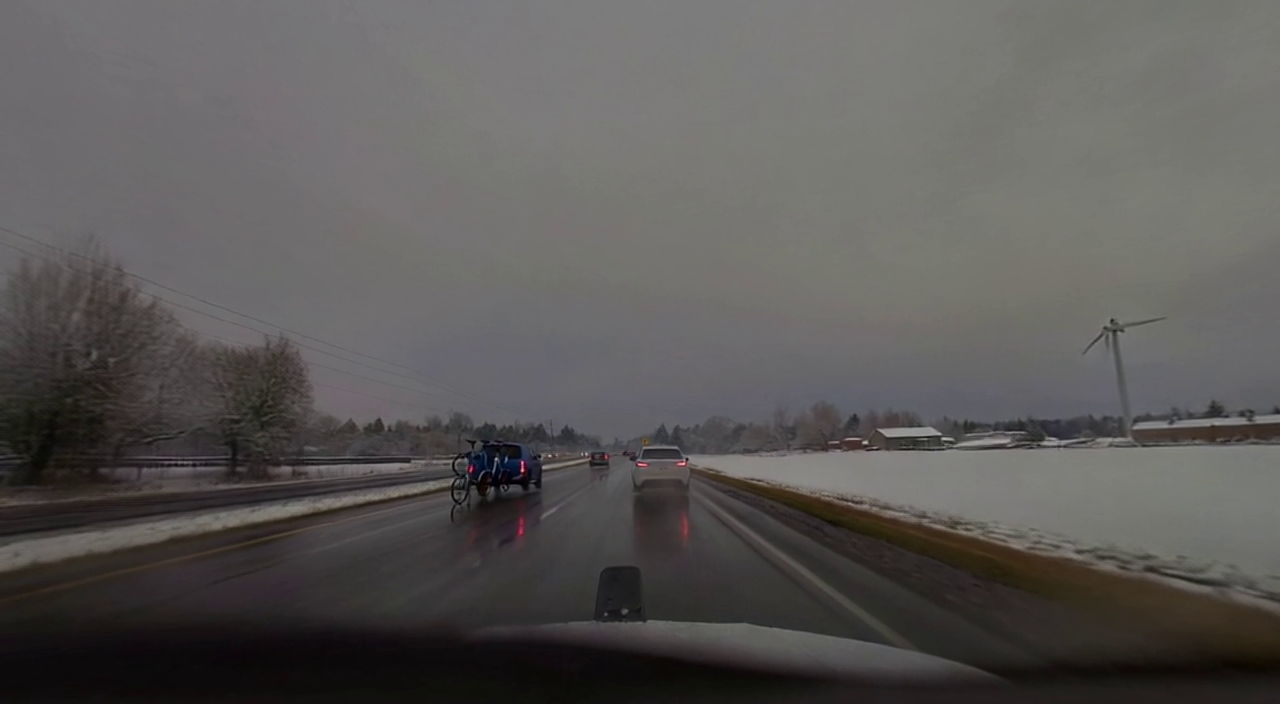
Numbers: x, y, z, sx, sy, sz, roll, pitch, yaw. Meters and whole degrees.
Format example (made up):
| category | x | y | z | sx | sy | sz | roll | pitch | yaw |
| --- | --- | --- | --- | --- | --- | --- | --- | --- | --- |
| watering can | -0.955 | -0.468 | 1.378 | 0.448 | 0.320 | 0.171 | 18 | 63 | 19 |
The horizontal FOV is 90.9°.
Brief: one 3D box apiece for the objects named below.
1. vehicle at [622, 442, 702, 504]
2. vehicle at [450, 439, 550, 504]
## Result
| category | x | y | z | sx | sy | sz | roll | pitch | yaw |
| --- | --- | --- | --- | --- | --- | --- | --- | --- | --- |
| vehicle | 0.552 | 3.435 | 18.270 | 2.063 | 1.582 | 3.955 | 0 | -9 | -1 |
| vehicle | -3.954 | 3.450 | 18.572 | 1.962 | 1.681 | 4.033 | 0 | -9 | 1 |
